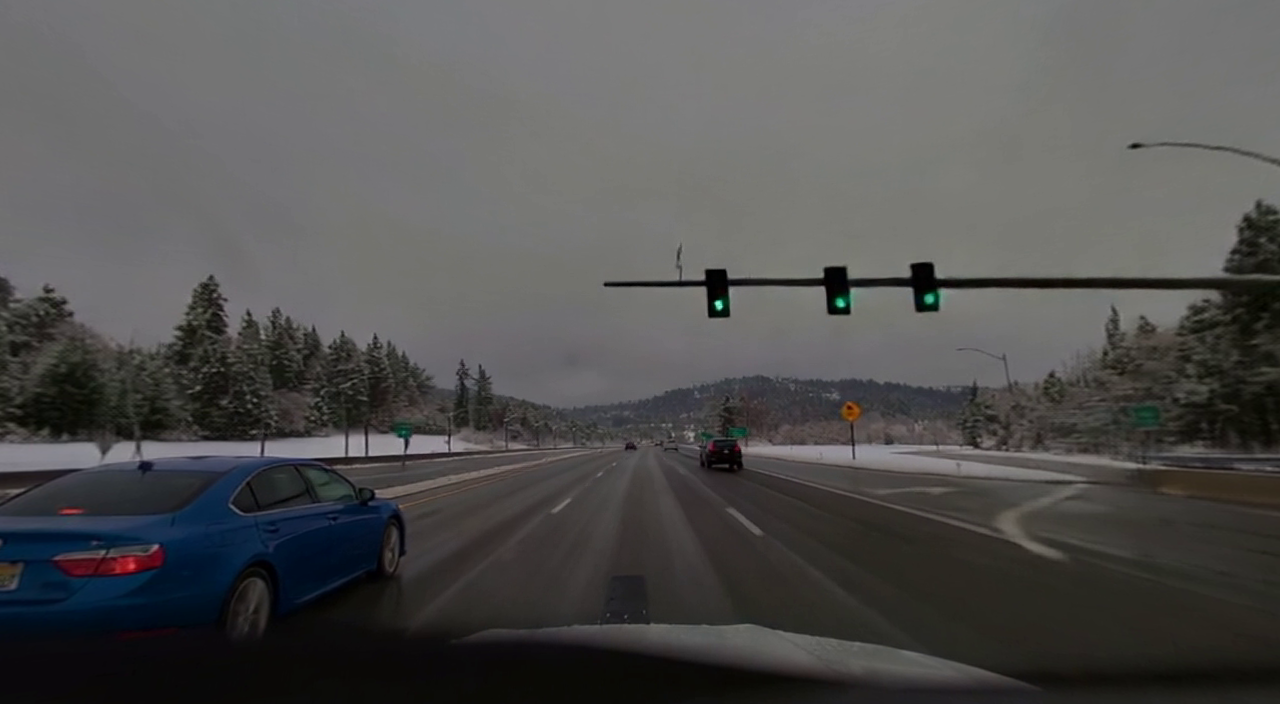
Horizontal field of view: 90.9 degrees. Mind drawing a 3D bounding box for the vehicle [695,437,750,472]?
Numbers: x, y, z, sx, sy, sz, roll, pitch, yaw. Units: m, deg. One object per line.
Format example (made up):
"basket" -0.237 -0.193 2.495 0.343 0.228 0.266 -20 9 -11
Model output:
"vehicle" 3.686 4.678 29.057 1.916 1.469 4.481 0 -8 0
